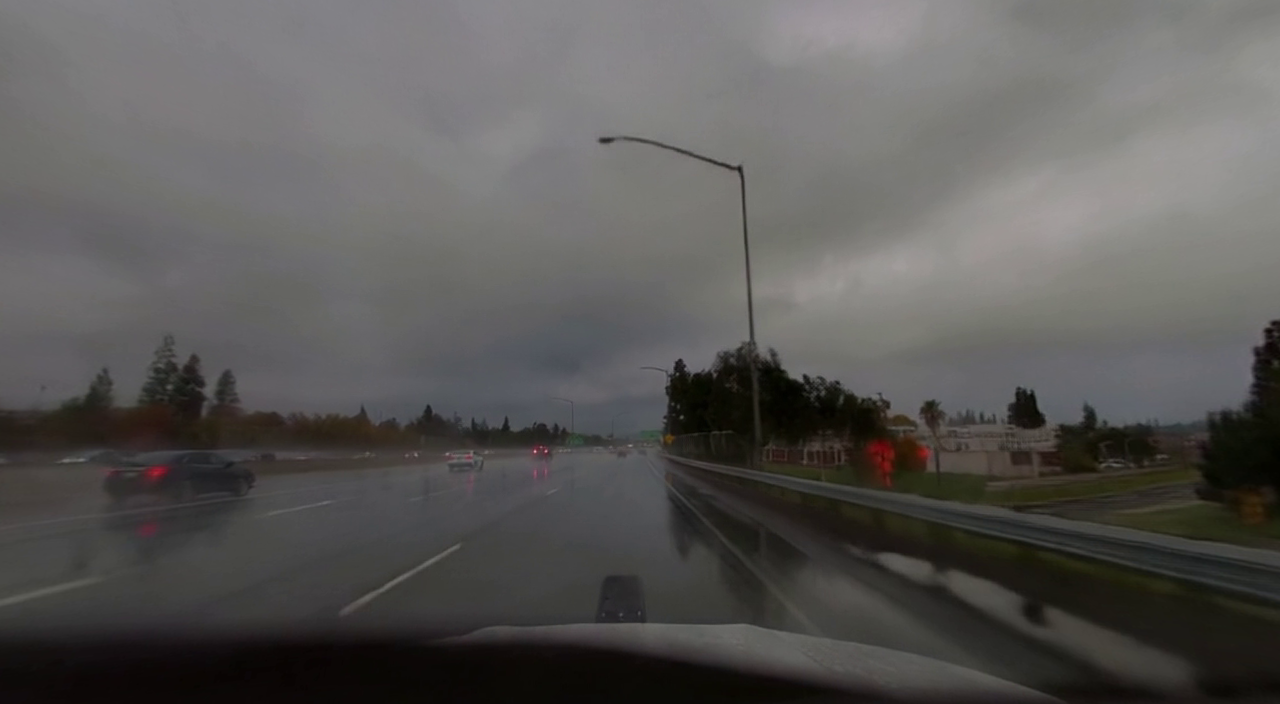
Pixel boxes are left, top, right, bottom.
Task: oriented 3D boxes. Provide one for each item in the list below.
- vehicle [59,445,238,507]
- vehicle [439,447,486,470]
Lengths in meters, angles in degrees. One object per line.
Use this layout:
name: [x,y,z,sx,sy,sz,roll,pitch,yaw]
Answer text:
vehicle: [-13.956,3.495,18.371,1.829,1.520,4.505,0,-8,-4]
vehicle: [-12.508,7.511,44.741,2.271,1.537,4.029,0,-8,-3]
